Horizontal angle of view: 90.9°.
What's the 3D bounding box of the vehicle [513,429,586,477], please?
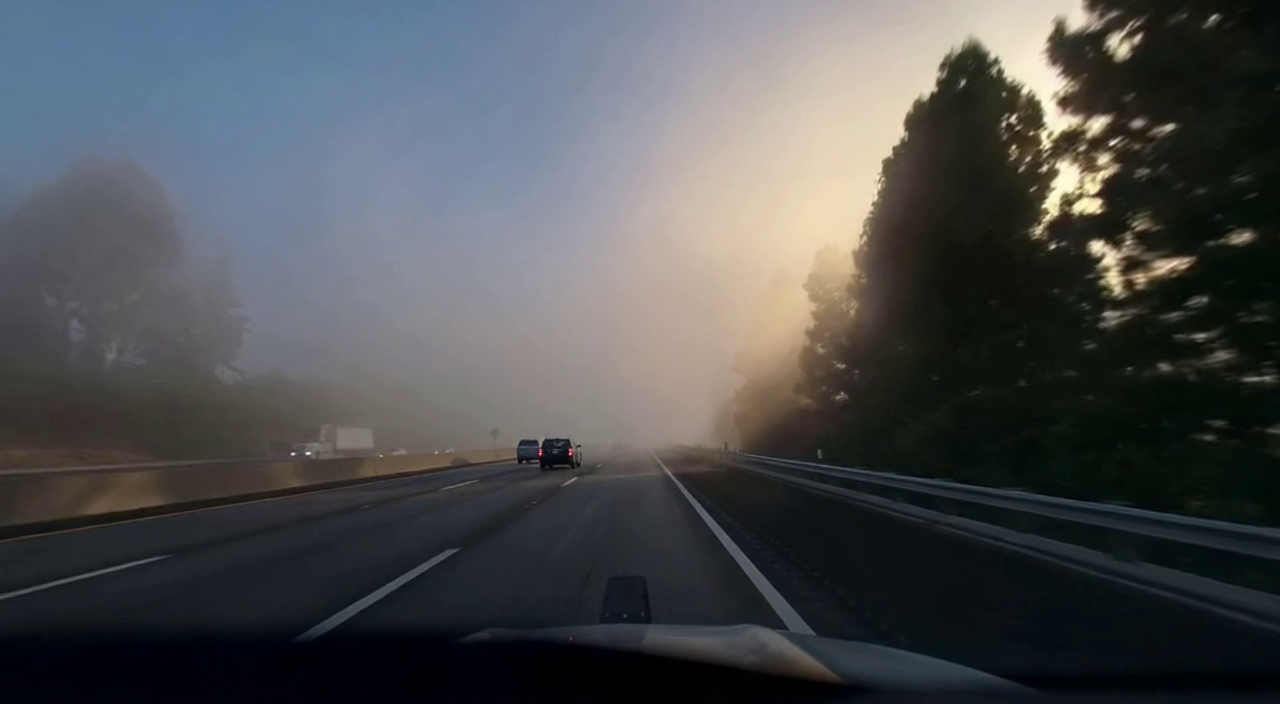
[{"bbox_3d":[-3.669,4.221,26.478,2.283,1.802,4.810,0,-8,1],"label":"vehicle"}]
